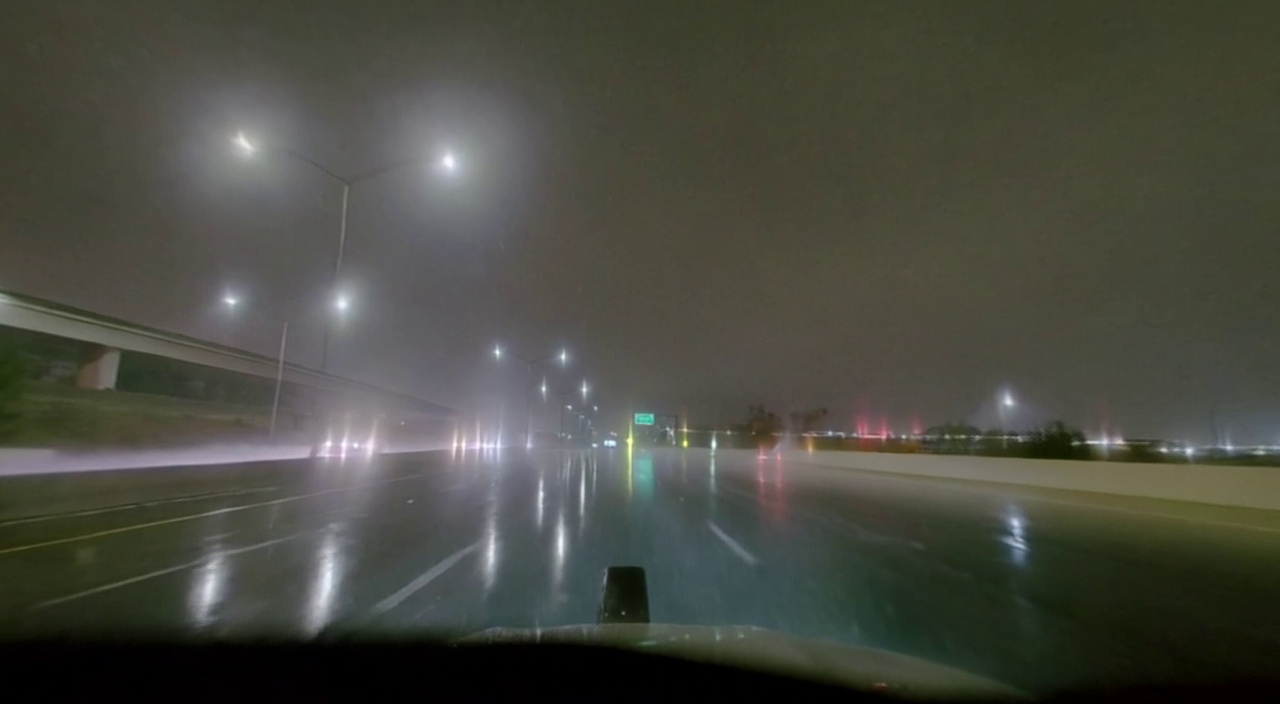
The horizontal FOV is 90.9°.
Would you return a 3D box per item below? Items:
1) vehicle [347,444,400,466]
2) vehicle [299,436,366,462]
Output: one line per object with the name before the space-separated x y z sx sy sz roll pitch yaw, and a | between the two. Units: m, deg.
vehicle | -18.750 7.252 44.561 2.005 1.446 4.235 0 -9 -1
vehicle | -22.717 7.200 46.849 2.239 1.802 5.754 0 -9 -2
